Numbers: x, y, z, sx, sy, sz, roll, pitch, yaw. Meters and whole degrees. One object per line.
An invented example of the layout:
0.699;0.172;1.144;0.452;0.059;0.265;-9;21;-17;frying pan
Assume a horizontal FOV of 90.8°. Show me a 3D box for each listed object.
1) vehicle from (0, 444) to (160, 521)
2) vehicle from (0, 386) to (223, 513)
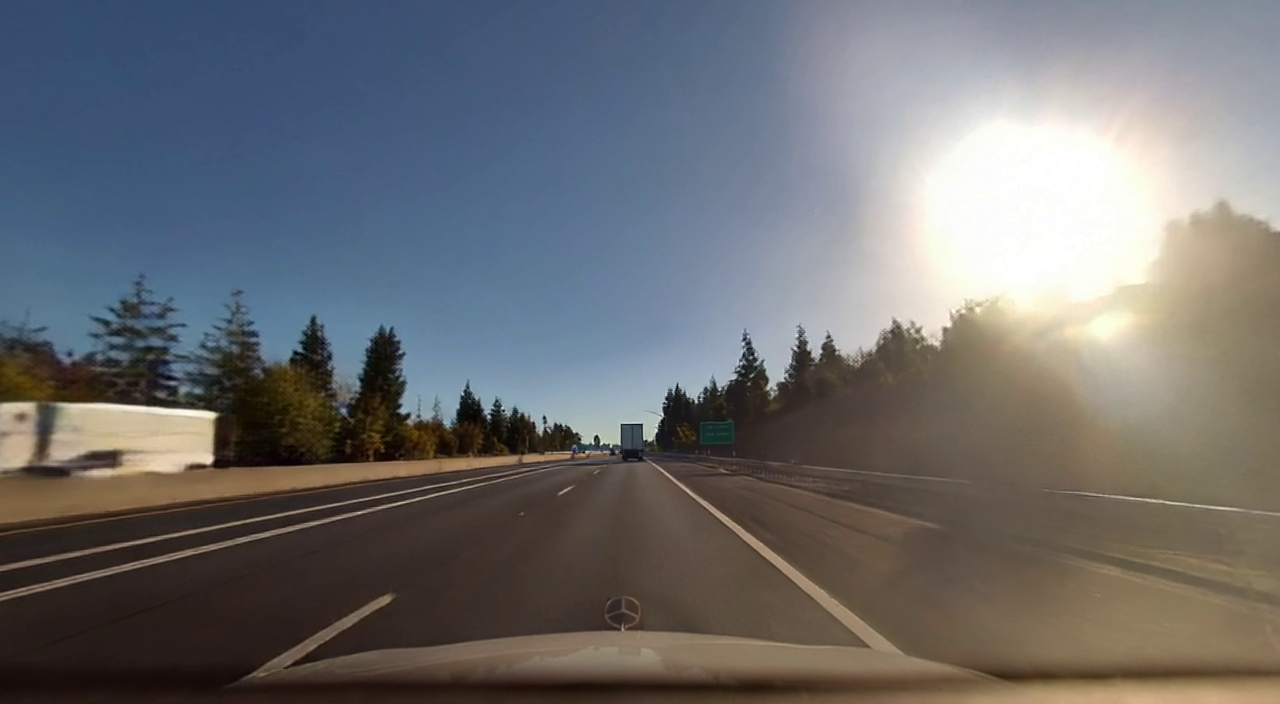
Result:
-13.470;2.864;14.328;1.893;1.486;4.135;0;-9;-1;vehicle
-17.494;3.130;20.374;2.698;3.285;7.761;0;-9;-1;vehicle
